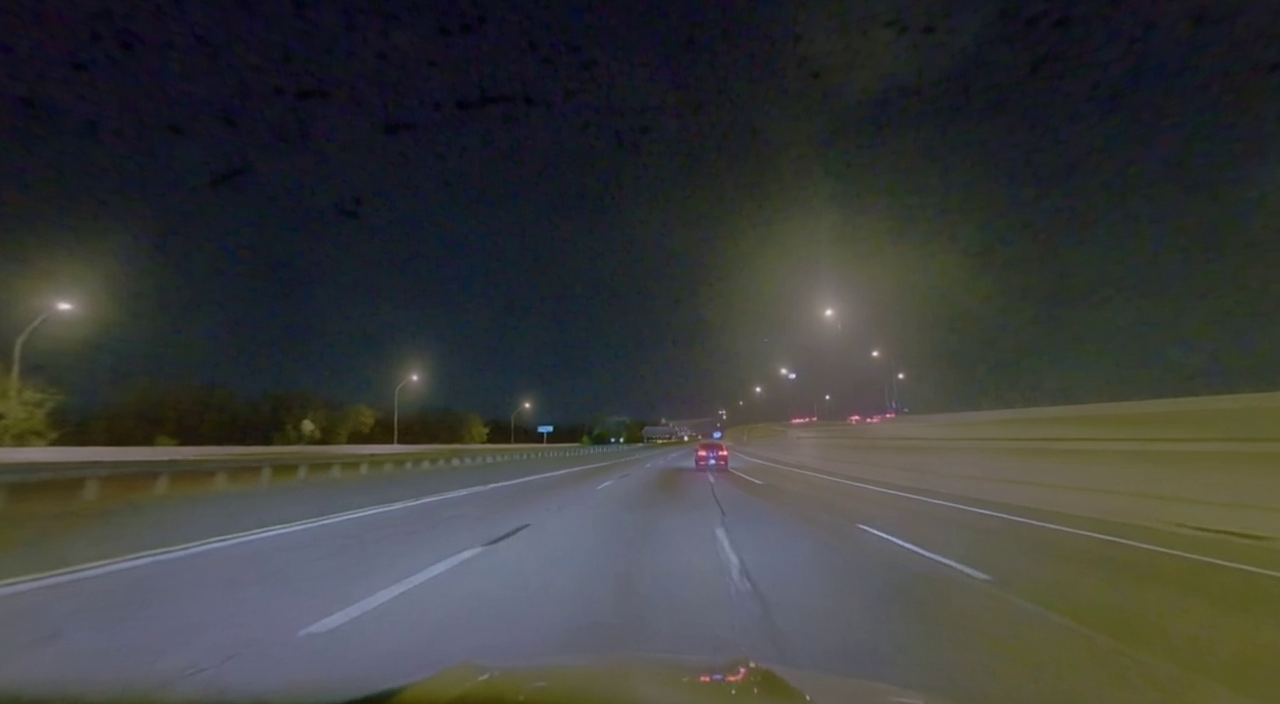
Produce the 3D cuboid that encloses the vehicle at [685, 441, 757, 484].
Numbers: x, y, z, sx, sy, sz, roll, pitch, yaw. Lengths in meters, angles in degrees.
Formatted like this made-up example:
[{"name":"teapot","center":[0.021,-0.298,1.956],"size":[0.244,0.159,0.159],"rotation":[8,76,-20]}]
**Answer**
[{"name":"vehicle","center":[2.850,4.014,23.163],"size":[2.124,1.405,4.398],"rotation":[0,-8,1]}]
